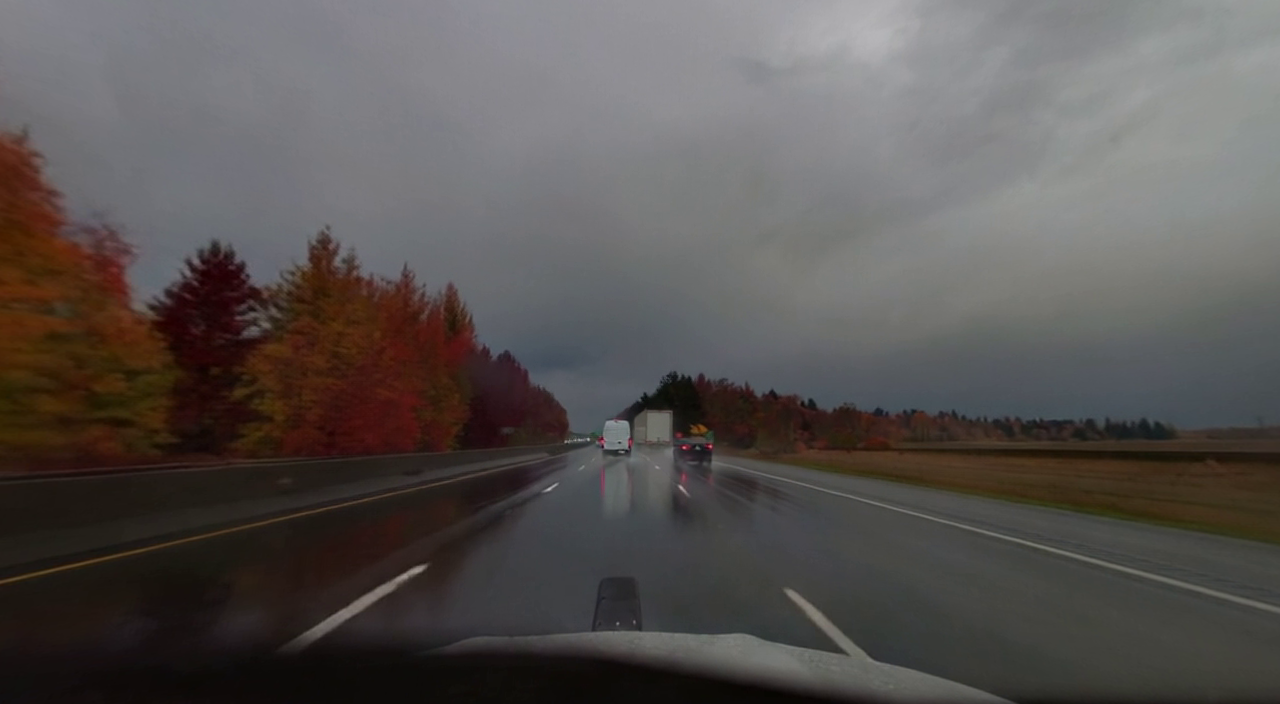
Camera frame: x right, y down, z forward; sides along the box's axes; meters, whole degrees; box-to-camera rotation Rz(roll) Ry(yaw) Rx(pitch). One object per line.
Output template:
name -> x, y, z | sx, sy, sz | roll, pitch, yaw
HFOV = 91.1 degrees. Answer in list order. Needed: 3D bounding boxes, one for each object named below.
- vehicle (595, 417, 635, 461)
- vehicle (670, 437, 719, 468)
vehicle -> -1.521, 5.600, 40.426 | 2.389, 2.637, 5.437 | 0, -8, -1
vehicle -> 2.744, 5.130, 32.460 | 1.962, 1.508, 4.363 | 0, -8, -3
